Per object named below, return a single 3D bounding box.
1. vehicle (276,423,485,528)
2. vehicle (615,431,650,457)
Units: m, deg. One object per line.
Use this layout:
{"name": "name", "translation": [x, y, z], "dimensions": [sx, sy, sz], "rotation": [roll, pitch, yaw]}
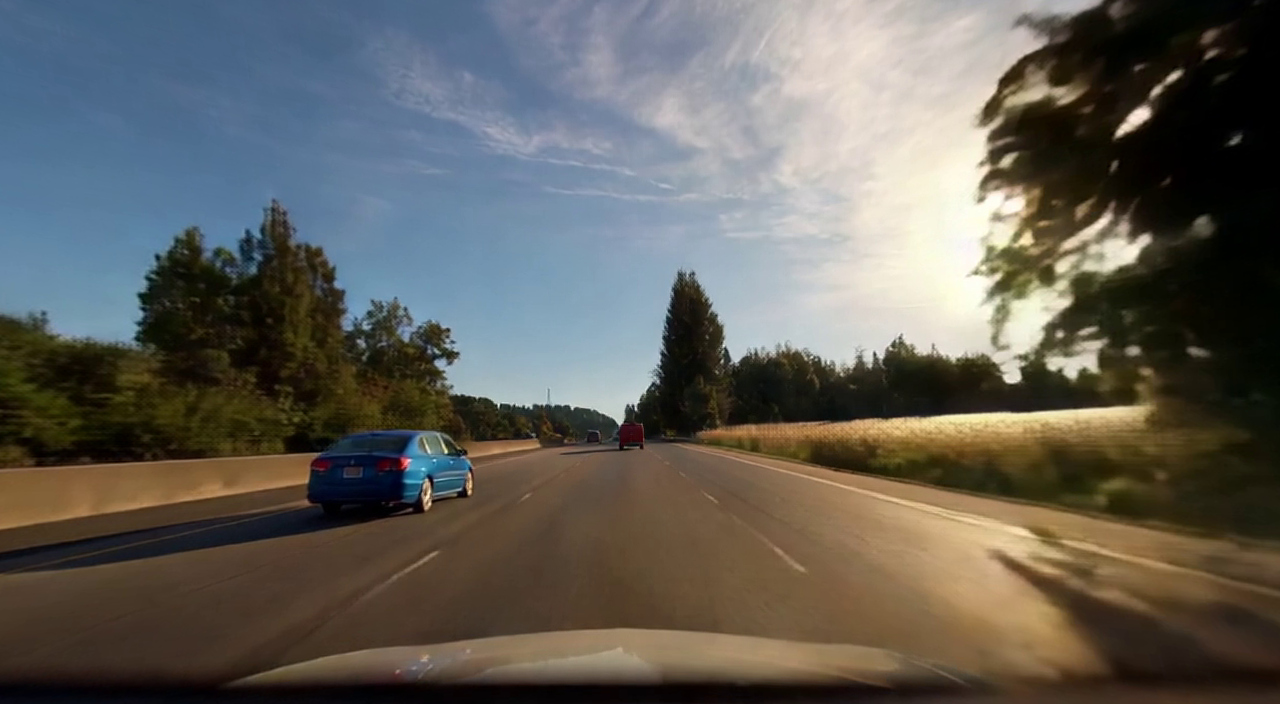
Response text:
{"name": "vehicle", "translation": [-4.203, 2.037, 11.052], "dimensions": [1.931, 1.483, 4.105], "rotation": [0, -8, 0]}
{"name": "vehicle", "translation": [-0.508, 5.955, 40.916], "dimensions": [2.162, 1.616, 4.242], "rotation": [0, -8, -1]}
